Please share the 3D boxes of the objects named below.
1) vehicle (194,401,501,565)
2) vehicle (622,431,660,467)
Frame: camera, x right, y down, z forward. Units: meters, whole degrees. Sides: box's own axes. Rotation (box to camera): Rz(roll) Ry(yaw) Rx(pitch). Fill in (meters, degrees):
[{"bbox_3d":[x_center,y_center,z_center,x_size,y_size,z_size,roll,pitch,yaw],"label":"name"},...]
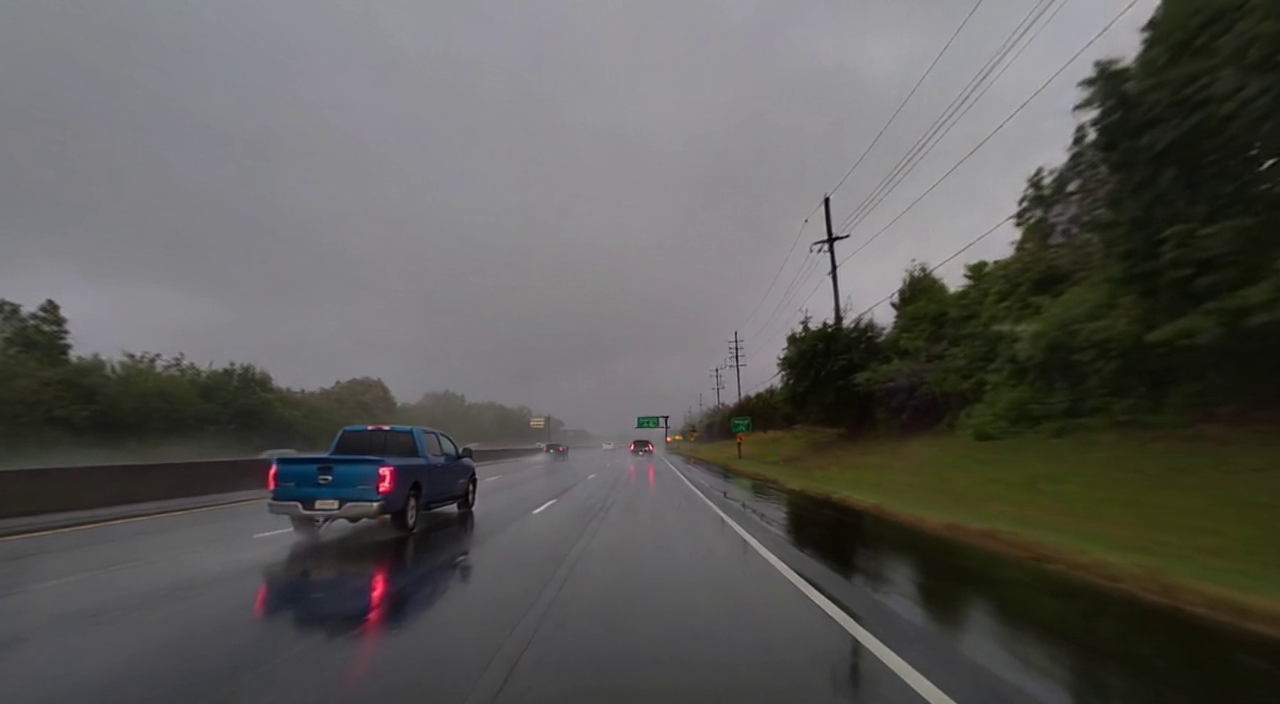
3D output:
[{"bbox_3d":[-3.833,1.852,9.724,2.204,1.812,5.289,0,-9,0],"label":"vehicle"},{"bbox_3d":[0.054,6.307,41.175,2.358,2.144,4.713,0,-9,-1],"label":"vehicle"}]
